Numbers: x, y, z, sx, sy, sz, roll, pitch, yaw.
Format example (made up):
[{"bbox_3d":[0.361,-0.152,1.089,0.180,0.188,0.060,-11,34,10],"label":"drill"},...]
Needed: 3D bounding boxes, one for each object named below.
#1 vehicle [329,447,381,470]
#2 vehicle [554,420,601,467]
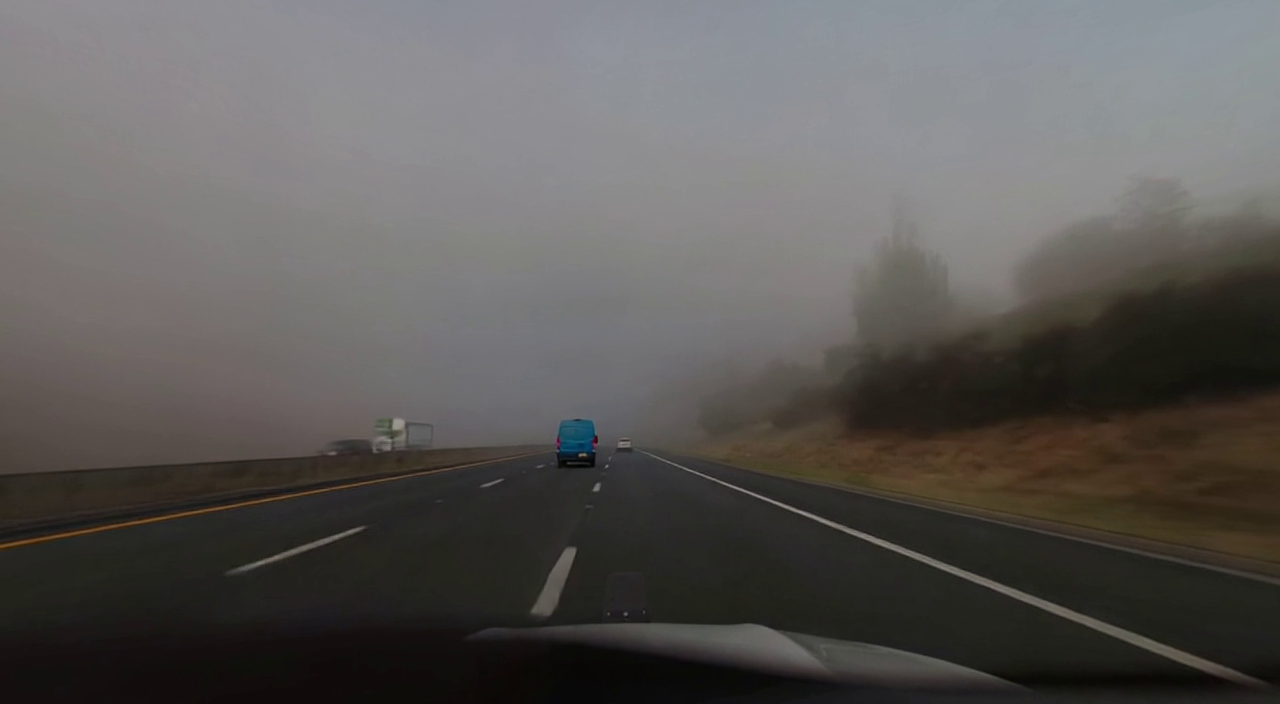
[{"bbox_3d":[-20.023,7.450,44.354,1.775,1.489,4.267,0,-8,-2],"label":"vehicle"},{"bbox_3d":[-3.527,5.288,36.318,2.329,2.483,5.428,0,-8,-2],"label":"vehicle"}]
